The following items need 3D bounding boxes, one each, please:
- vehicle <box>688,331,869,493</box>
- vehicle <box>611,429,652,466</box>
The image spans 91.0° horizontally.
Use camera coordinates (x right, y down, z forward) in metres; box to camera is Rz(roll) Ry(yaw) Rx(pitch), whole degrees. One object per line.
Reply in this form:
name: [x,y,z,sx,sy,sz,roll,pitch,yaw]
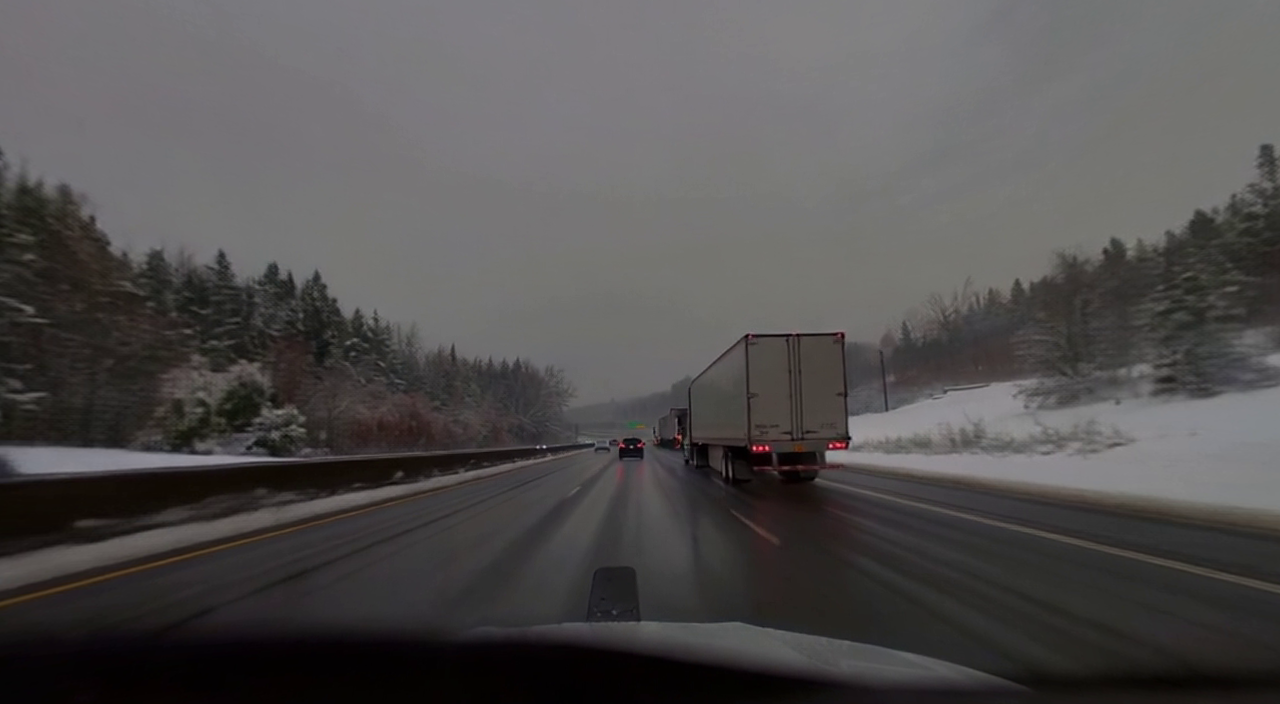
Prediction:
vehicle: [4.050,2.515,23.247,3.005,4.121,14.417,0,-8,-2]
vehicle: [-0.499,5.489,36.322,2.211,1.933,4.315,0,-8,-1]
